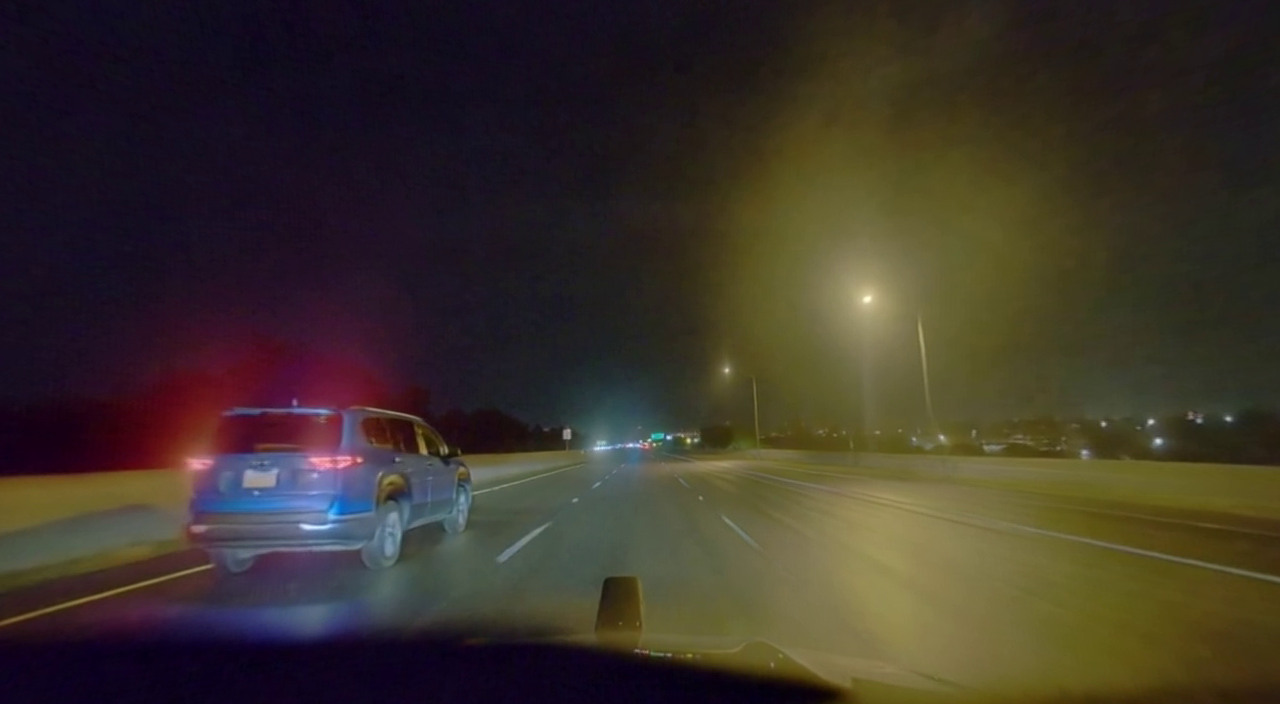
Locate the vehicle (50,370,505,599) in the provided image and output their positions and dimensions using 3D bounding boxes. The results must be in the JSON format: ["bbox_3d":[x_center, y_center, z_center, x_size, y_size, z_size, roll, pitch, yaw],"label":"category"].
[{"bbox_3d":[-3.687,1.538,8.258,2.431,1.928,5.760,0,-9,1],"label":"vehicle"}]
